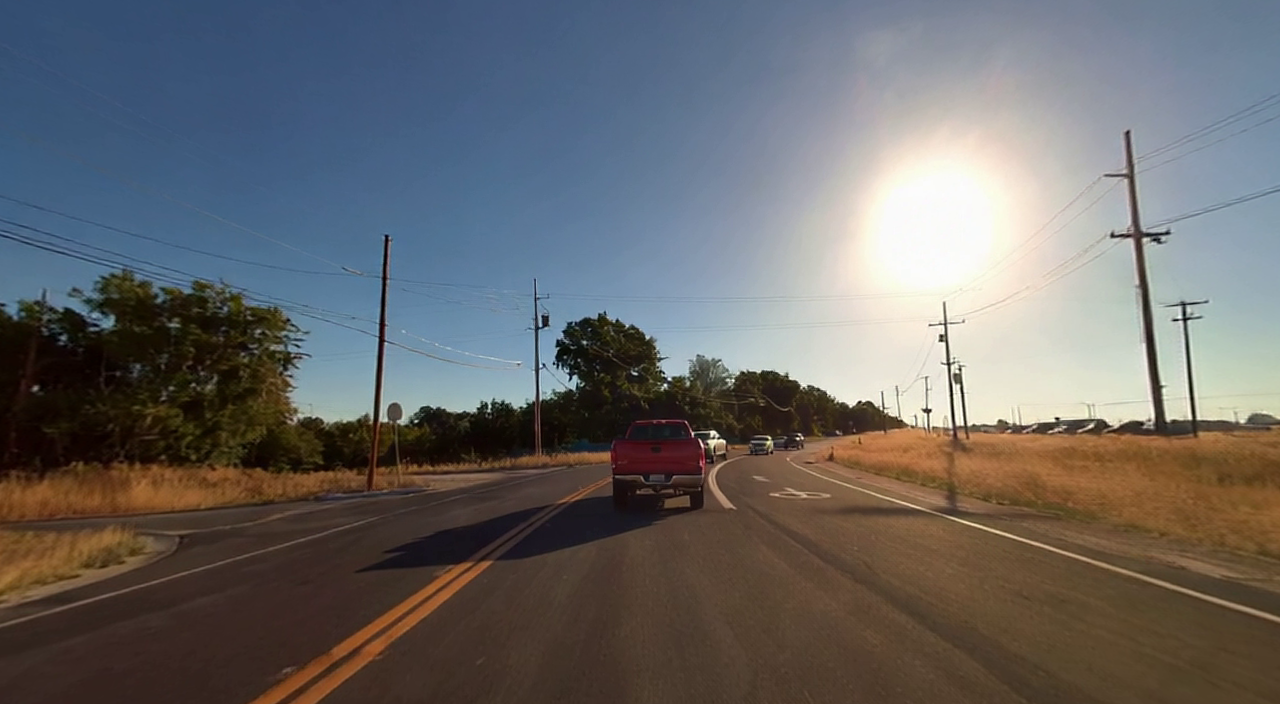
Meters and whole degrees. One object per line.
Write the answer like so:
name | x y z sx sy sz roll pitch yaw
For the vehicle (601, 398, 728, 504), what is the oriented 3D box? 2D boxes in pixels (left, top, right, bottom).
vehicle | 0.663 2.529 16.398 2.693 2.223 5.885 -1 -8 3
